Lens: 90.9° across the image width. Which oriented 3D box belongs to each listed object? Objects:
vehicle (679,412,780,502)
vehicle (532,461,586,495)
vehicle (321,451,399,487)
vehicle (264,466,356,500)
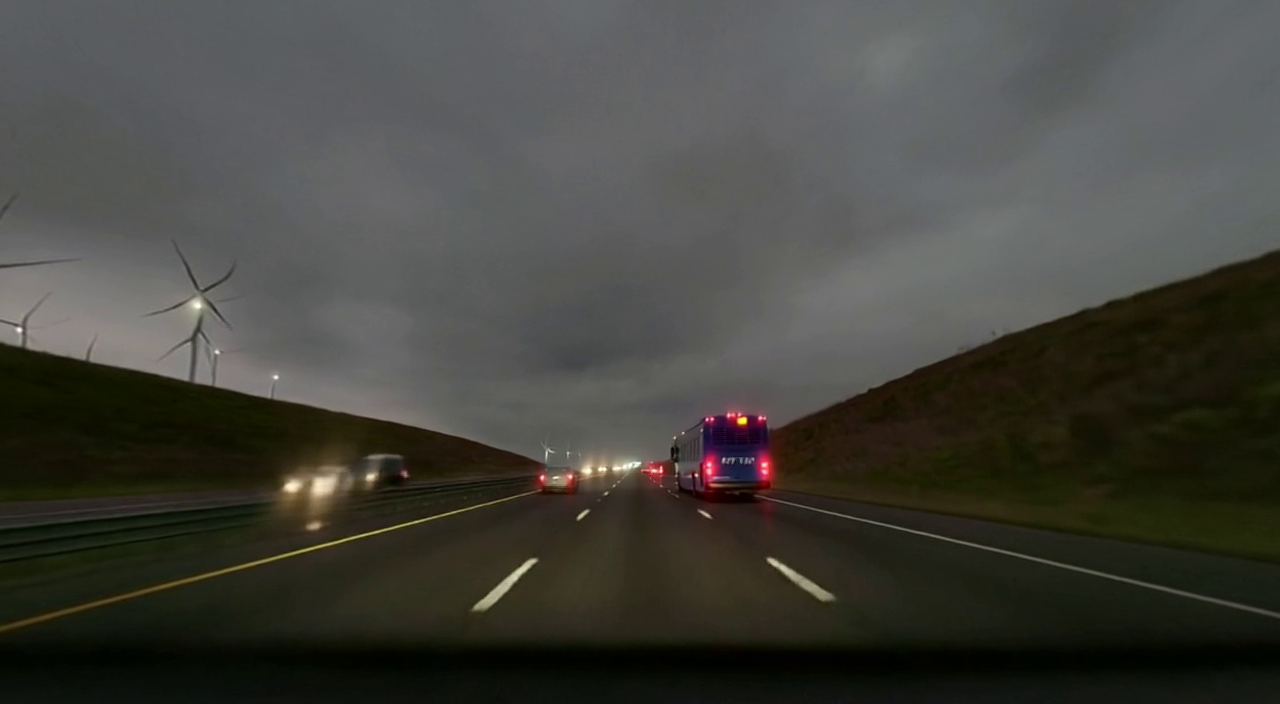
[{"bbox_3d":[4.061,5.541,32.712,2.941,3.574,14.463,1,-10,-1],"label":"vehicle"},{"bbox_3d":[-4.007,6.334,31.896,2.213,1.568,4.274,1,-10,-1],"label":"vehicle"},{"bbox_3d":[-19.048,8.042,43.326,2.269,2.261,6.618,1,-10,0],"label":"vehicle"},{"bbox_3d":[-14.953,5.959,28.836,1.751,1.396,4.350,0,-10,1],"label":"vehicle"}]
